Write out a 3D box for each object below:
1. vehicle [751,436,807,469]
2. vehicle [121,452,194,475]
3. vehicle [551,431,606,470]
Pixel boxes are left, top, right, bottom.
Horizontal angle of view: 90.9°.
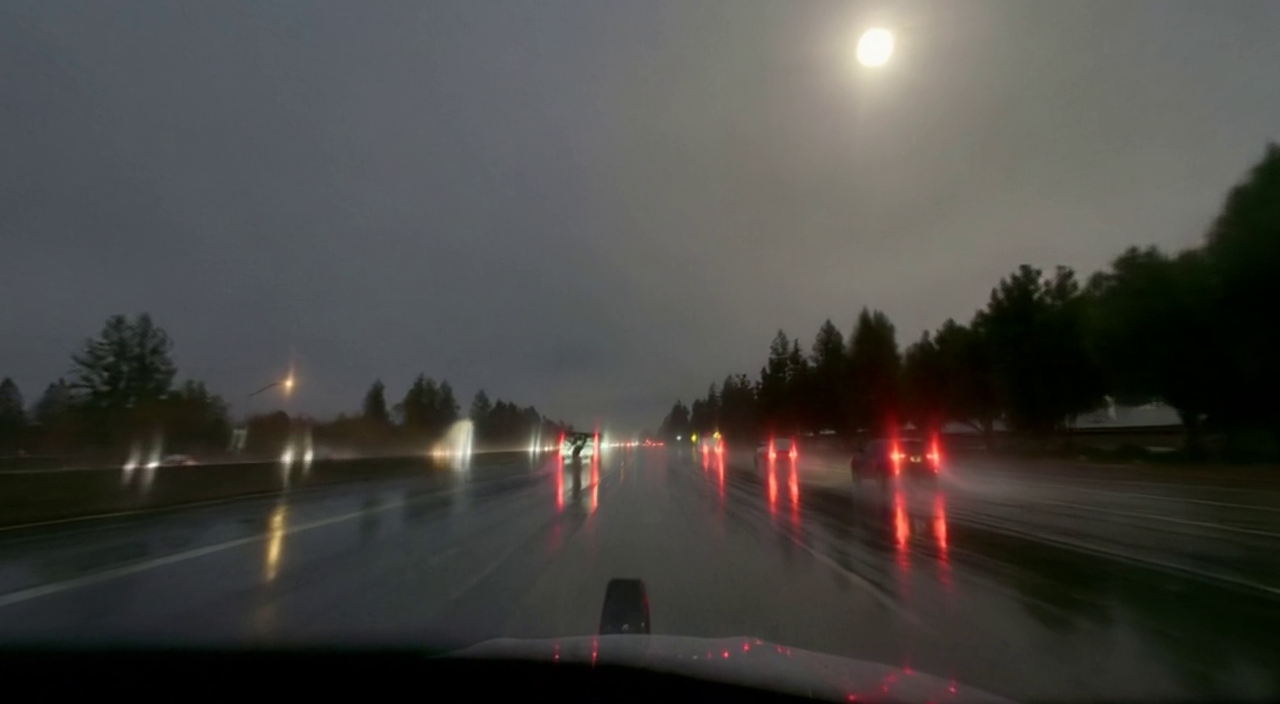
[{"bbox_3d":[7.625,5.542,34.950,2.063,1.706,4.259,0,-8,-1],"label":"vehicle"},{"bbox_3d":[-35.375,8.169,46.350,1.798,1.499,4.543,0,-8,-1],"label":"vehicle"},{"bbox_3d":[-3.313,5.453,35.104,2.453,1.952,5.320,0,-8,1],"label":"vehicle"}]
